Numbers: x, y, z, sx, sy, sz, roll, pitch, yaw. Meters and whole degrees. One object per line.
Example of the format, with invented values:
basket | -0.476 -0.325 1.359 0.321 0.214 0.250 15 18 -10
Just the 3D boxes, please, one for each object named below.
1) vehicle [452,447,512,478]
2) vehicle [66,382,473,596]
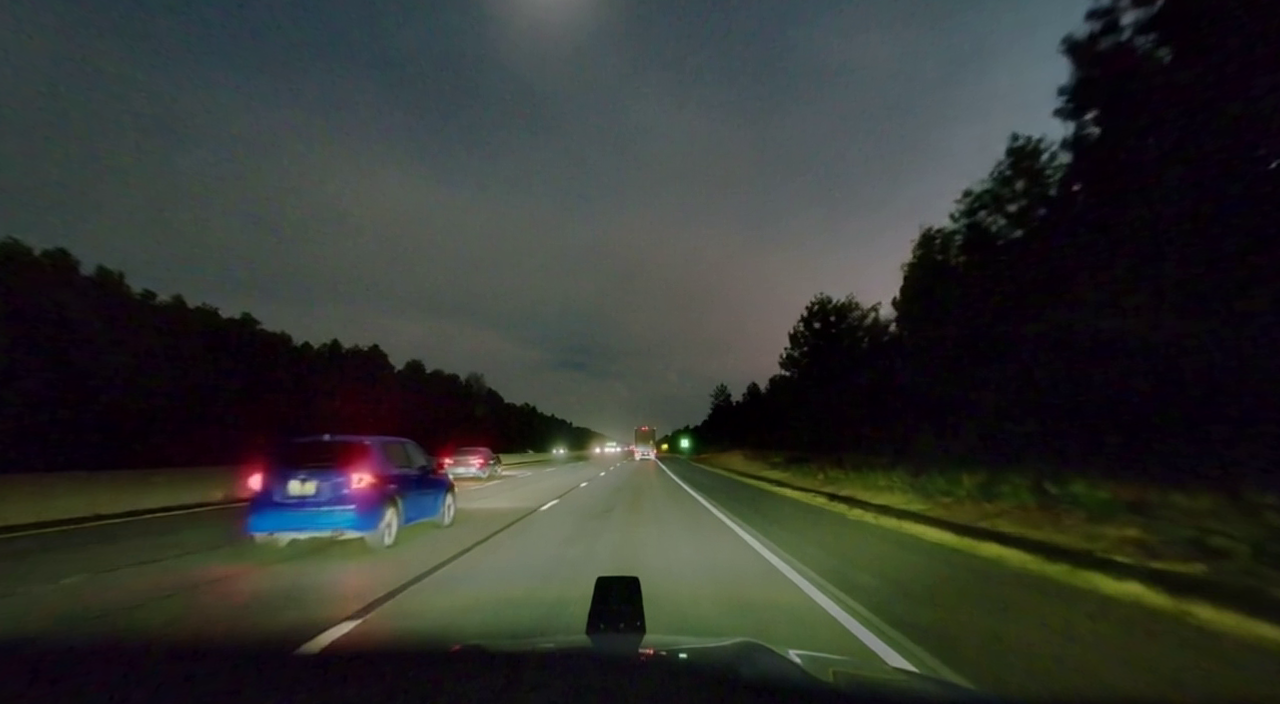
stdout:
vehicle | -8.020 5.652 32.418 1.877 1.433 4.266 -1 -9 1
vehicle | -4.011 1.624 8.306 2.124 1.888 5.226 -1 -9 1
